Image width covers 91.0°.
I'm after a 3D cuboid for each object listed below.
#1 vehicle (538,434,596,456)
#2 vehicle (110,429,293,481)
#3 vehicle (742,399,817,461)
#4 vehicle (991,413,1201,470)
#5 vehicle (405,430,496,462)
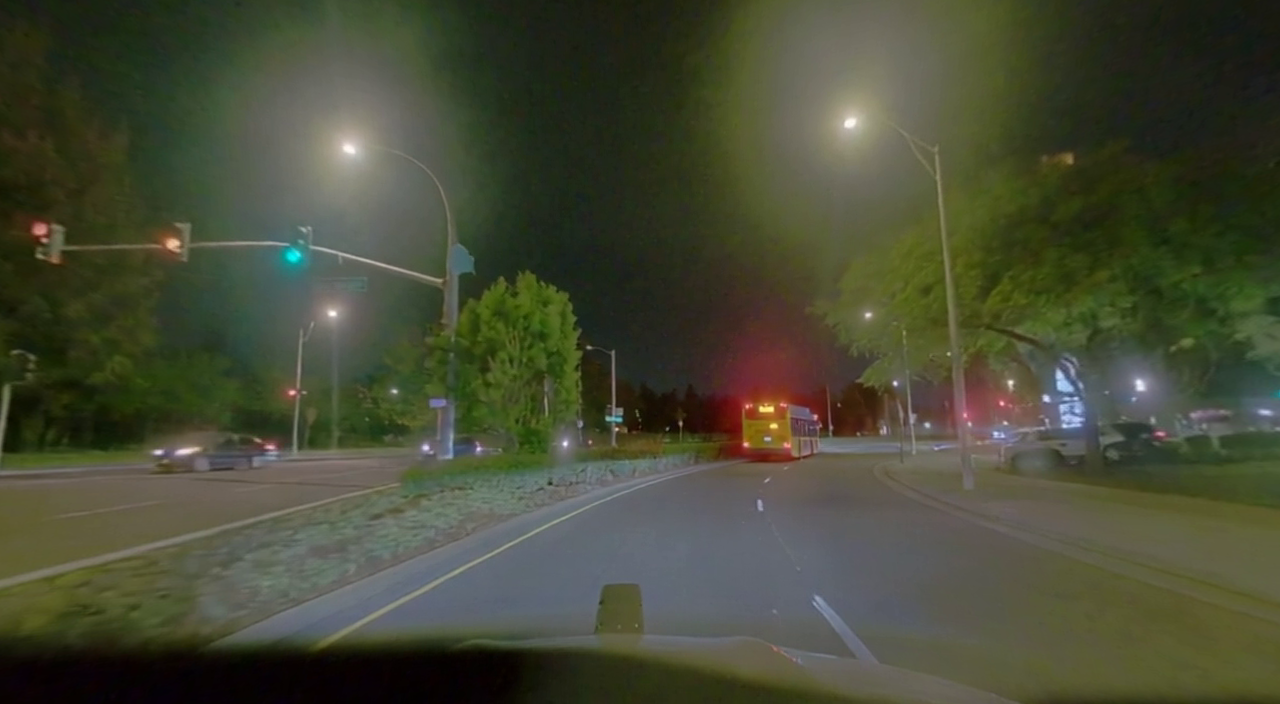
[{"bbox_3d":[-5.113,6.598,44.806,1.887,1.494,4.443,-5,-9,29],"label":"vehicle"},{"bbox_3d":[-14.264,3.350,20.807,1.854,1.484,4.526,-5,-9,27],"label":"vehicle"},{"bbox_3d":[9.251,5.137,40.690,3.031,3.429,11.005,-3,-9,21],"label":"vehicle"},{"bbox_3d":[16.793,3.385,23.667,5.856,1.945,2.183,-3,-9,19],"label":"vehicle"},{"bbox_3d":[-10.277,5.129,34.529,2.054,1.607,4.615,-5,-9,27],"label":"vehicle"}]
